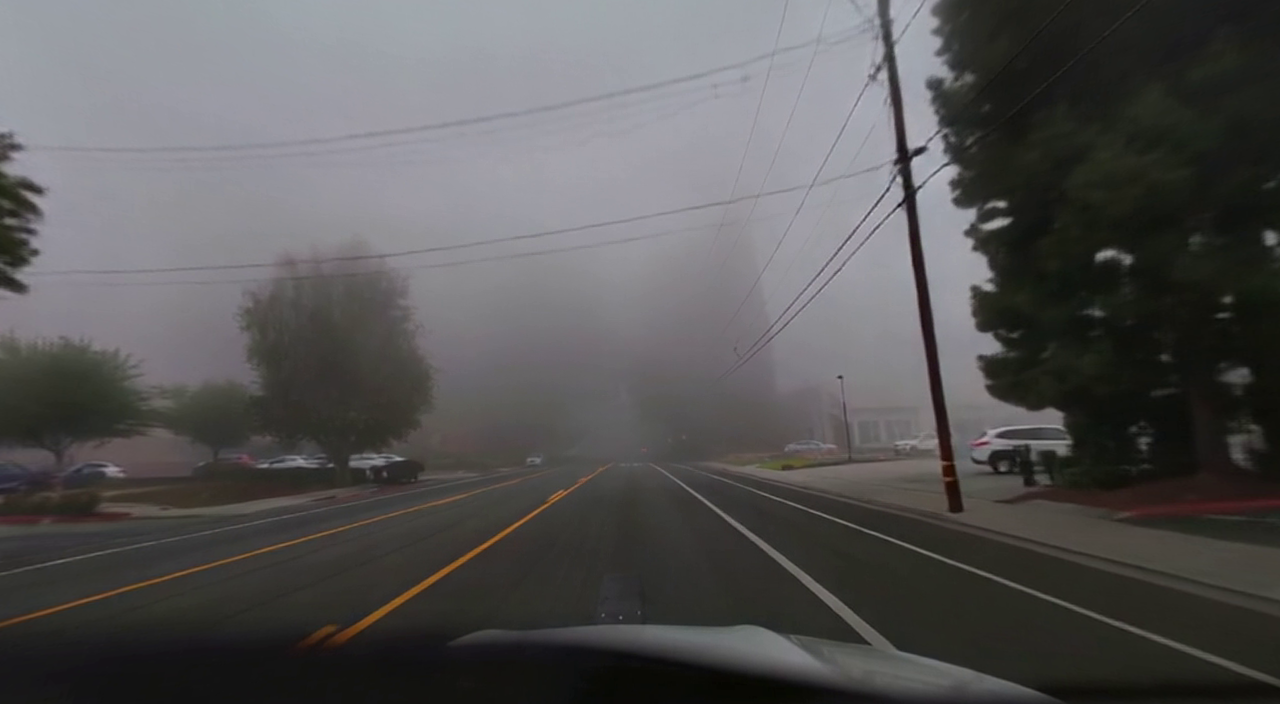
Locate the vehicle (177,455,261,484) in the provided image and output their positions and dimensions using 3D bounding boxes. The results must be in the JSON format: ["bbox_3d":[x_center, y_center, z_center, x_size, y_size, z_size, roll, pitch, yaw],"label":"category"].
[{"bbox_3d":[-27.677,7.674,41.657,4.417,1.747,1.954,5,-10,-33],"label":"vehicle"}]

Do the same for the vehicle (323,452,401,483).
[{"bbox_3d":[-16.548,6.838,37.623,4.311,1.746,1.984,-5,-10,29],"label":"vehicle"}]

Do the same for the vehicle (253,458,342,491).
[{"bbox_3d":[-17.347,6.139,31.905,4.708,1.472,1.994,-6,-11,35],"label":"vehicle"}]

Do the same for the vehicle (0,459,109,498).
[{"bbox_3d":[-27.263,5.729,28.724,4.272,1.613,1.855,2,-9,-14],"label":"vehicle"}]

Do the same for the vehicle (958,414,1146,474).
[{"bbox_3d":[12.742,2.928,19.984,4.632,1.701,1.975,-5,-10,26],"label":"vehicle"}]

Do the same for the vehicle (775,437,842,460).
[{"bbox_3d":[12.849,7.370,48.279,4.554,1.668,1.974,-5,-10,28],"label":"vehicle"}]
